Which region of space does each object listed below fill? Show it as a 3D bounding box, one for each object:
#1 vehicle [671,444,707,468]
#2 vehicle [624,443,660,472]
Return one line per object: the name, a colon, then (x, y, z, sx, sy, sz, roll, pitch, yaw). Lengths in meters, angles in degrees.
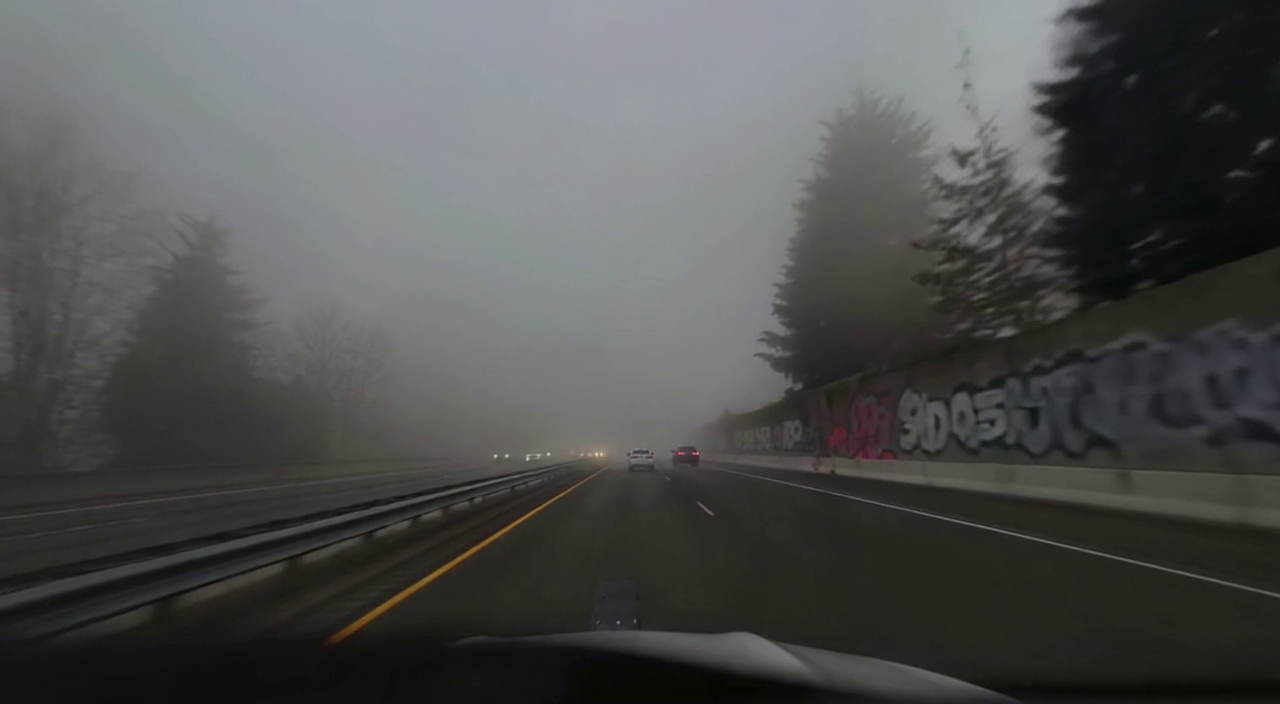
vehicle: (3.541, 7.635, 46.078, 2.303, 1.614, 4.154, -1, -9, 0)
vehicle: (0.119, 6.517, 39.050, 2.095, 1.671, 4.219, 0, -9, -1)
